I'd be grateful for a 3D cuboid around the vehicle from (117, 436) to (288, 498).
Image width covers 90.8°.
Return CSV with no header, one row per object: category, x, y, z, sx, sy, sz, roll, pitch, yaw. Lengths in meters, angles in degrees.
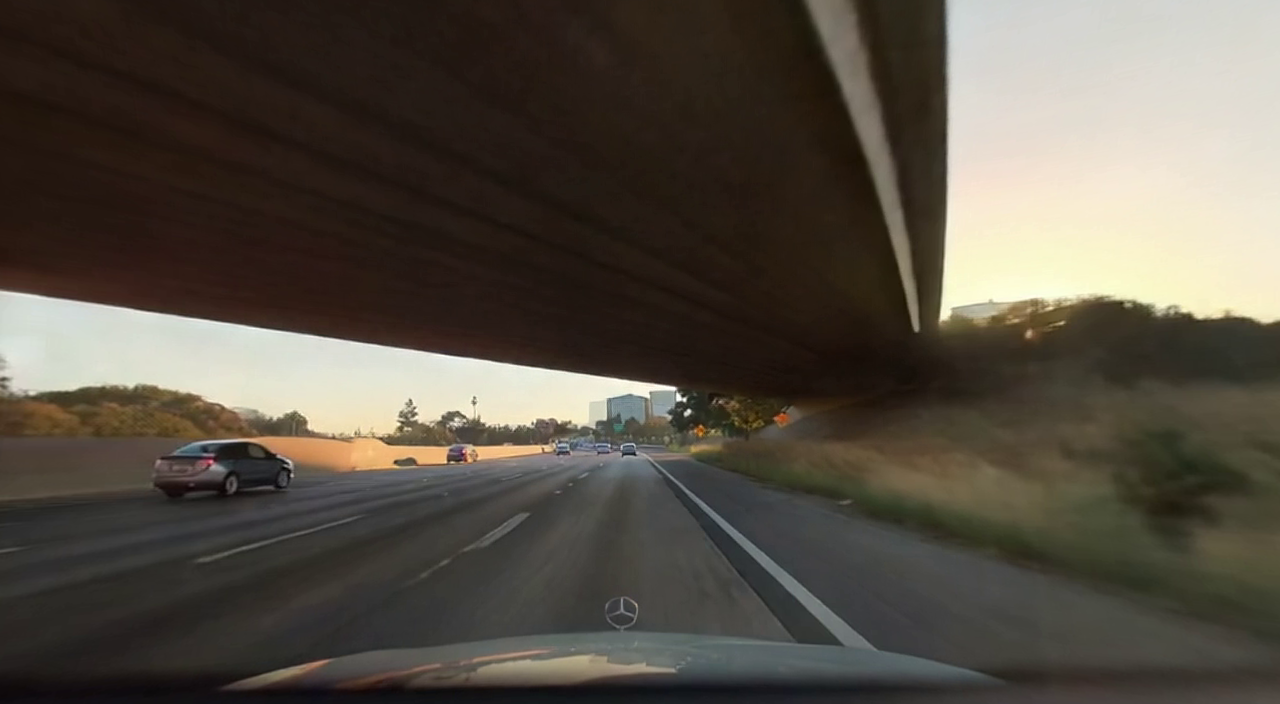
vehicle,-14.382,3.789,21.269,2.049,1.792,5.177,0,-9,0
